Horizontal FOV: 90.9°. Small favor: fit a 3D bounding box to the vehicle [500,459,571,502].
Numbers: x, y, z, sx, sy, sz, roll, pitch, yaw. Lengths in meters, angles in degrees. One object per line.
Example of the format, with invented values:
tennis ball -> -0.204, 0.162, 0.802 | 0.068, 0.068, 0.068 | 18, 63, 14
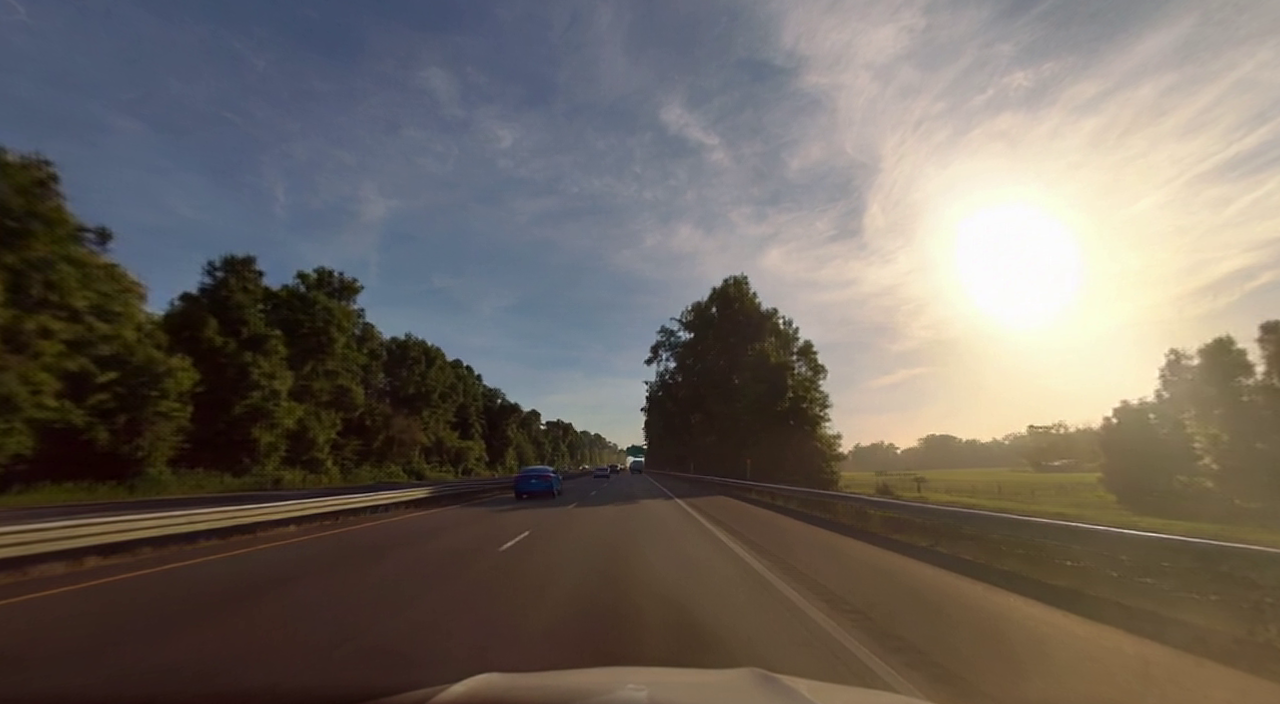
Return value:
vehicle -> -4.166, 5.245, 25.918 | 2.040, 1.525, 4.603 | 1, -11, 1
